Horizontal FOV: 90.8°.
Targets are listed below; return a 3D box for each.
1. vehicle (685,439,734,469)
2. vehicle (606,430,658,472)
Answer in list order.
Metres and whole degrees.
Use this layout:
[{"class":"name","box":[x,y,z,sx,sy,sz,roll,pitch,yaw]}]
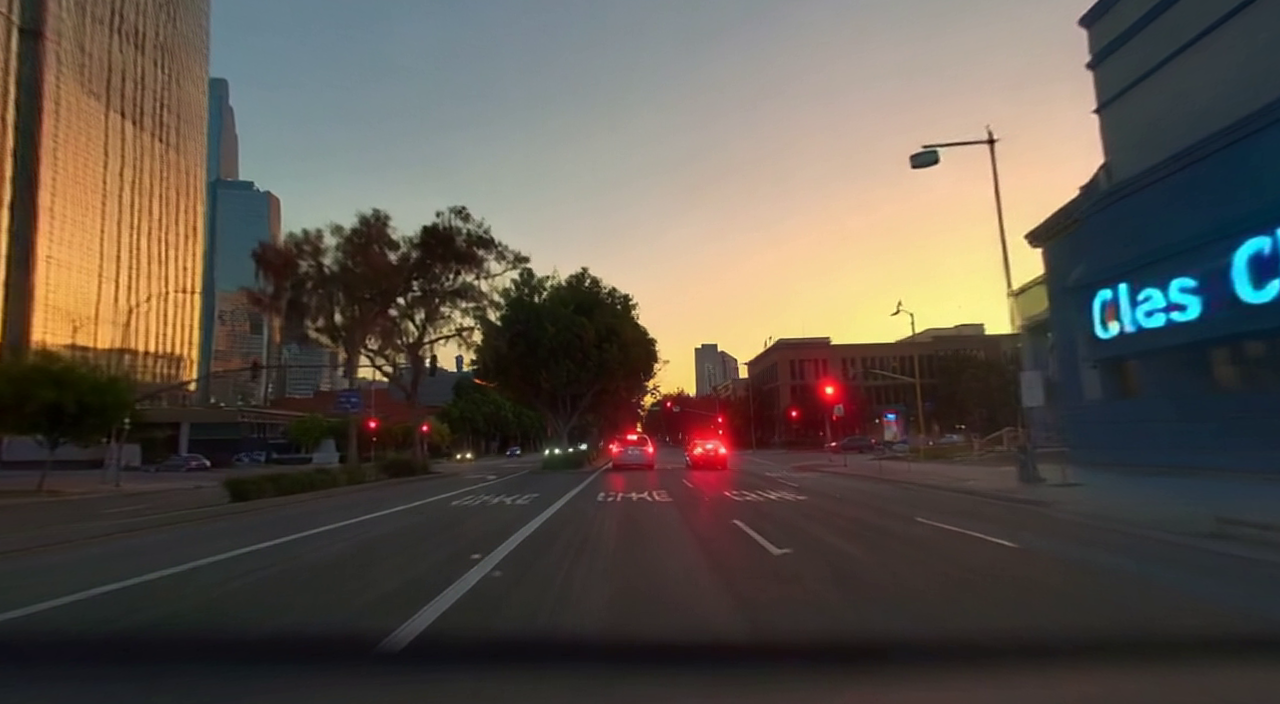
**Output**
[{"class":"vehicle","box":[3.560,5.356,33.334,2.080,1.472,4.401,0,-9,0]},{"class":"vehicle","box":[-0.349,4.743,30.405,2.313,1.860,4.319,0,-9,0]}]
